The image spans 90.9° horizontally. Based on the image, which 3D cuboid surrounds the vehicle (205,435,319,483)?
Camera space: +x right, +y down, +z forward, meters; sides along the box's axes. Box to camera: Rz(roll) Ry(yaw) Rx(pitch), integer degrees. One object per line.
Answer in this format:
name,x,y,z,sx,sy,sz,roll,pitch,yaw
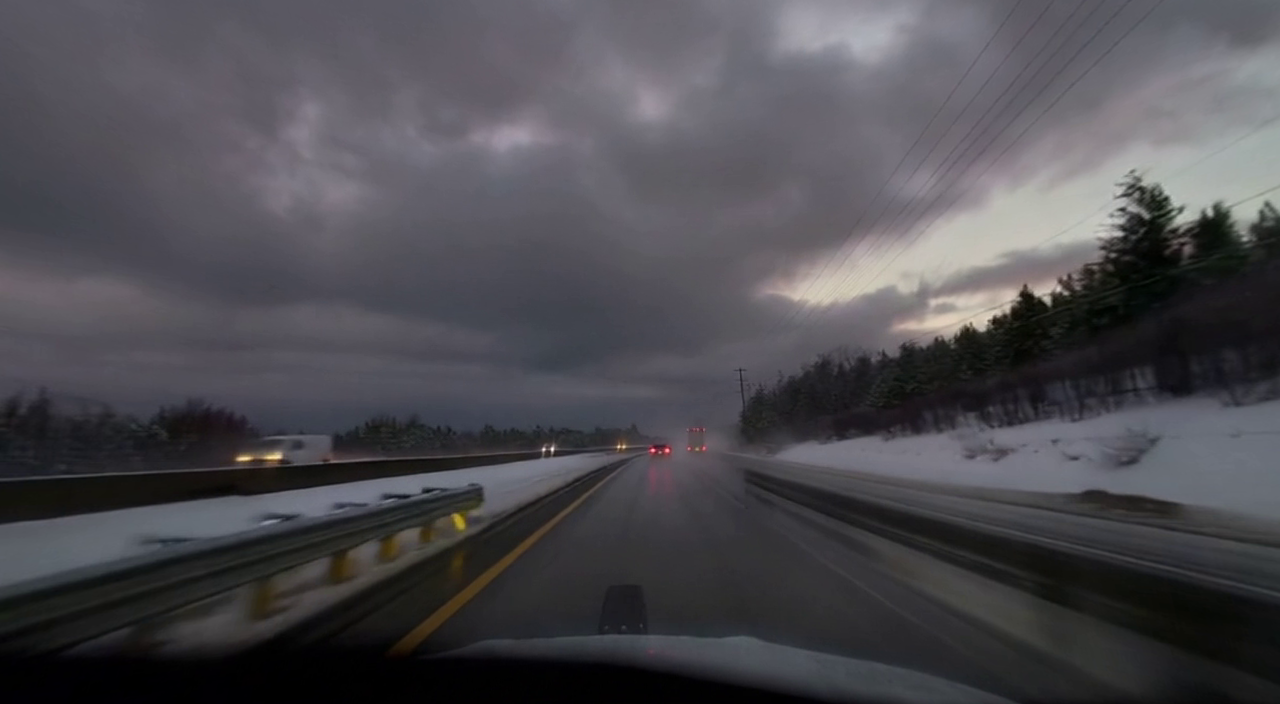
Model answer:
vehicle,-16.294,4.634,27.553,2.097,1.887,4.477,-1,-9,1
